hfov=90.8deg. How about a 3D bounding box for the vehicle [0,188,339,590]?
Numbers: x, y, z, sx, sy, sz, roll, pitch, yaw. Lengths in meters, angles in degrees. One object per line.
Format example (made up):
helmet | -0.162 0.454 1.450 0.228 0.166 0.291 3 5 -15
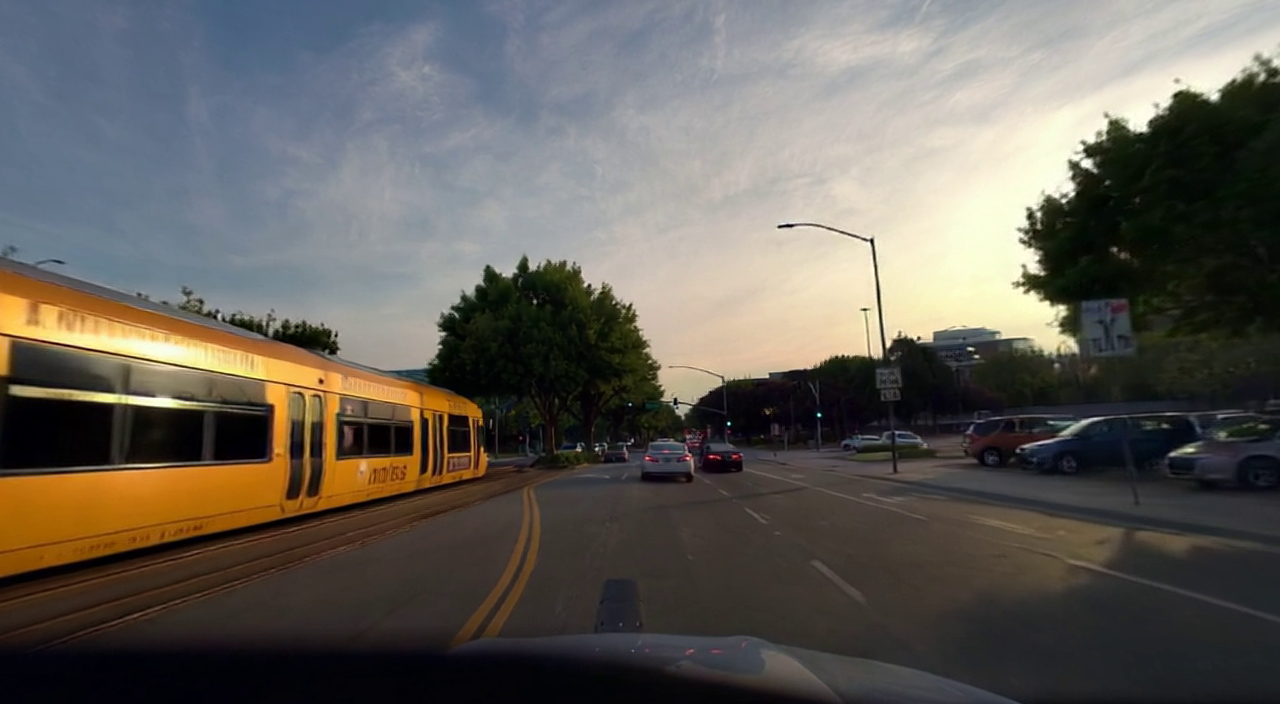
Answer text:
vehicle | -7.396 0.271 5.275 2.897 3.700 13.528 0 -7 1

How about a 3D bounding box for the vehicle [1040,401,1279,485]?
vehicle | 13.801 2.497 17.279 2.145 1.911 5.581 0 -8 1

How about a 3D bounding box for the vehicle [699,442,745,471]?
vehicle | 4.393 5.650 34.410 1.944 1.447 4.392 0 -8 0

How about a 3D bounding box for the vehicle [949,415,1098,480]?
vehicle | 14.034 3.439 23.659 2.221 2.116 5.535 0 -6 2

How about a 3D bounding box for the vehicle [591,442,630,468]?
vehicle | -1.719 6.269 38.713 2.118 1.478 4.076 0 -8 1

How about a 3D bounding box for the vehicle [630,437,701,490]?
vehicle | 0.759 3.484 20.082 2.002 1.471 4.337 0 -8 1

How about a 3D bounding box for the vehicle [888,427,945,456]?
vehicle | 19.832 6.454 45.508 2.116 1.937 4.515 0 -8 2
